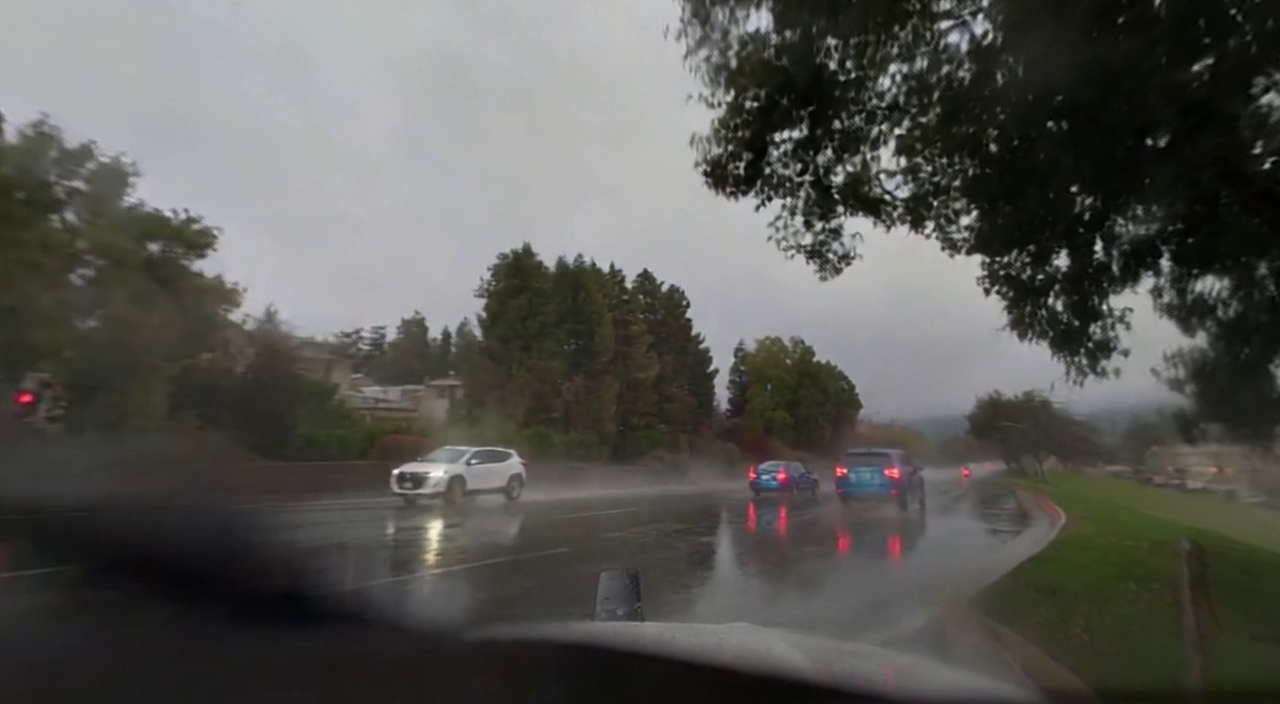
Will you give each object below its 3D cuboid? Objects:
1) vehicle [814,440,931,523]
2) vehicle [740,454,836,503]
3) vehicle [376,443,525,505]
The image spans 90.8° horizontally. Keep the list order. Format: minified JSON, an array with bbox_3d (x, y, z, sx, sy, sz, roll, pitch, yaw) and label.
[{"bbox_3d":[6.232,3.265,16.604,2.125,1.830,4.370,-5,-10,29],"label":"vehicle"},{"bbox_3d":[5.762,4.758,24.170,2.123,1.592,4.505,-6,-10,32],"label":"vehicle"},{"bbox_3d":[-6.240,4.004,21.329,1.973,1.826,4.538,-6,-10,33],"label":"vehicle"}]
